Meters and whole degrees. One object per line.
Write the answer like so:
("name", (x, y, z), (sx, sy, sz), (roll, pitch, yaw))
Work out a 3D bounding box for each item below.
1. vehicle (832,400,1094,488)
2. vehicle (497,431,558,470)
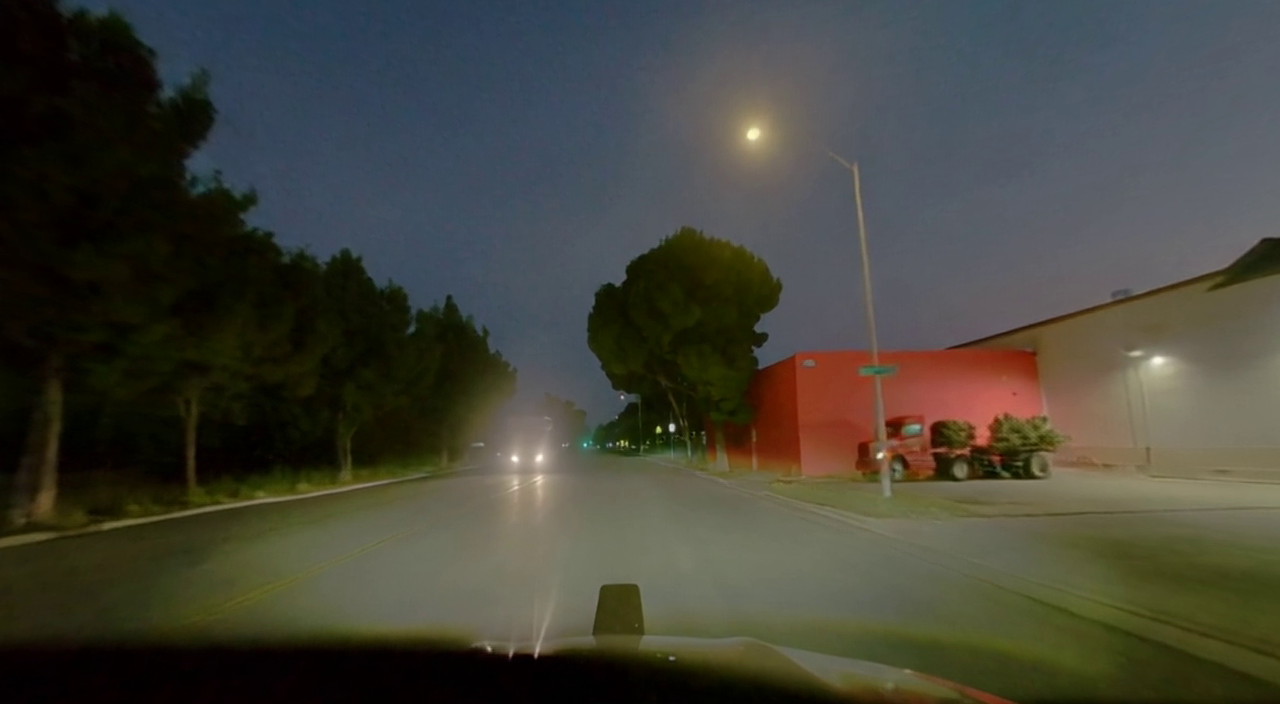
("vehicle", (10.413, 3.002, 20.829), (7.188, 2.416, 2.528), (-2, -9, -4))
("vehicle", (-6.756, 6.048, 38.933), (2.770, 2.135, 6.329), (0, -8, -2))
